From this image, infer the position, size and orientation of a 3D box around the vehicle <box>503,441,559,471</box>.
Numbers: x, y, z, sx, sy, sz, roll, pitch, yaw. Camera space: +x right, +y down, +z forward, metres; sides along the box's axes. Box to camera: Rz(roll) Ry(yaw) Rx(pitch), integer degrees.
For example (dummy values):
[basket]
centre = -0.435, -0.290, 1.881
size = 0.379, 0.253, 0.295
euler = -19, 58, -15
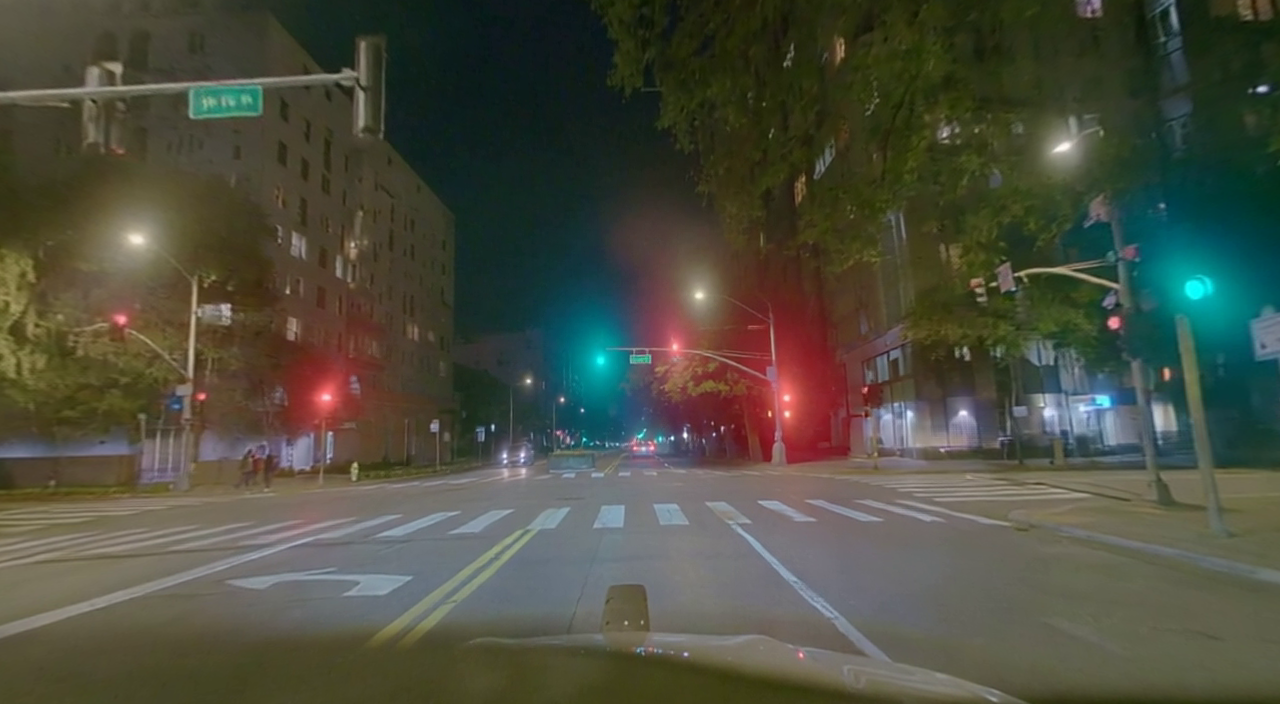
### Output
[vehicle]
centre = -5.721, 5.514, 33.623
size = 2.127, 1.473, 4.428
euler = 0, -9, 1
